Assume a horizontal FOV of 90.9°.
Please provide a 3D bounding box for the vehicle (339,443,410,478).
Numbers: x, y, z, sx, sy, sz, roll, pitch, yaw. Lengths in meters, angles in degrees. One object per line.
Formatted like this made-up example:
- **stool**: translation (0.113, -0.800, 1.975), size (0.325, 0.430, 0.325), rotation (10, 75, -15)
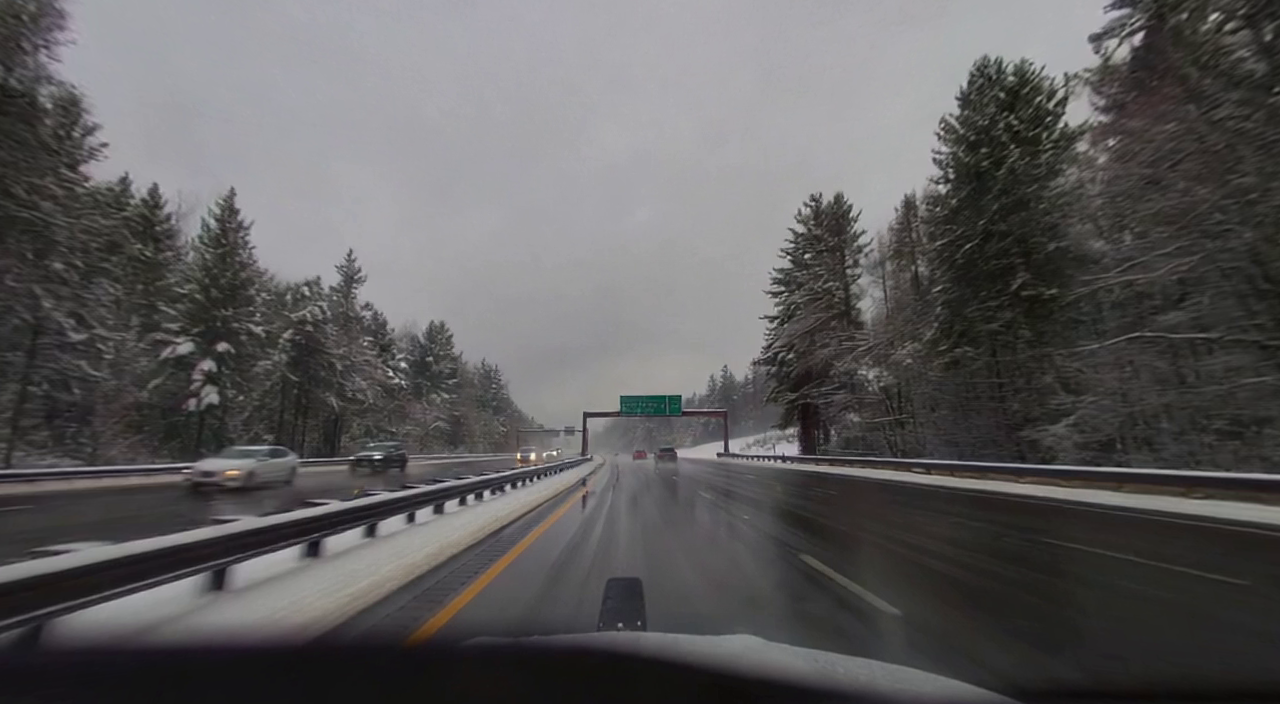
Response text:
- **vehicle**: translation (-14.293, 5.847, 34.194), size (1.937, 1.727, 4.410), rotation (0, -9, -1)

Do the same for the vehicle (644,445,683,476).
- **vehicle**: translation (1.239, 5.964, 34.848), size (2.011, 1.590, 3.607), rotation (0, -9, 0)

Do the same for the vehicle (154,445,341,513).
- **vehicle**: translation (-10.009, 3.224, 16.634), size (1.998, 1.518, 4.603), rotation (0, -9, 0)
